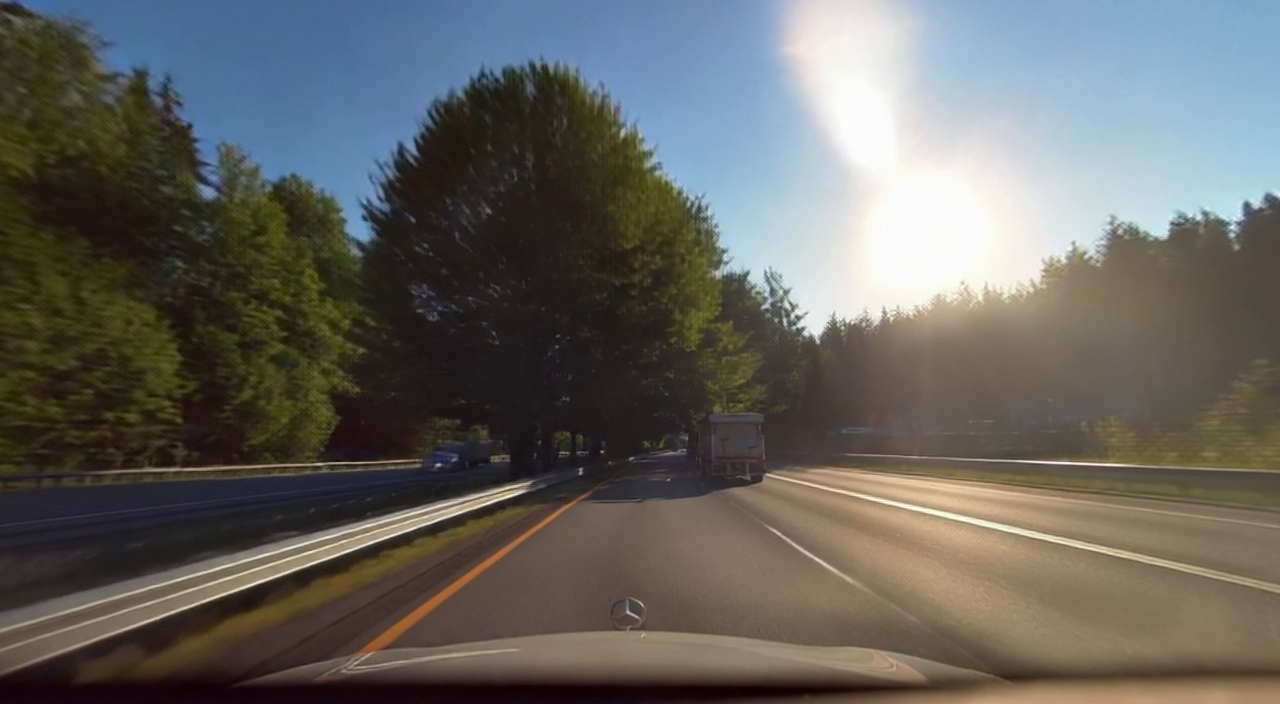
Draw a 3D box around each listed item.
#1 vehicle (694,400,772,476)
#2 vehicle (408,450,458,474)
[{"bbox_3d":[5.500,5.593,40.165,2.859,3.984,14.045,0,-9,0],"label":"vehicle"},{"bbox_3d":[-15.071,8.034,46.124,2.040,1.659,4.491,0,-9,2],"label":"vehicle"}]
